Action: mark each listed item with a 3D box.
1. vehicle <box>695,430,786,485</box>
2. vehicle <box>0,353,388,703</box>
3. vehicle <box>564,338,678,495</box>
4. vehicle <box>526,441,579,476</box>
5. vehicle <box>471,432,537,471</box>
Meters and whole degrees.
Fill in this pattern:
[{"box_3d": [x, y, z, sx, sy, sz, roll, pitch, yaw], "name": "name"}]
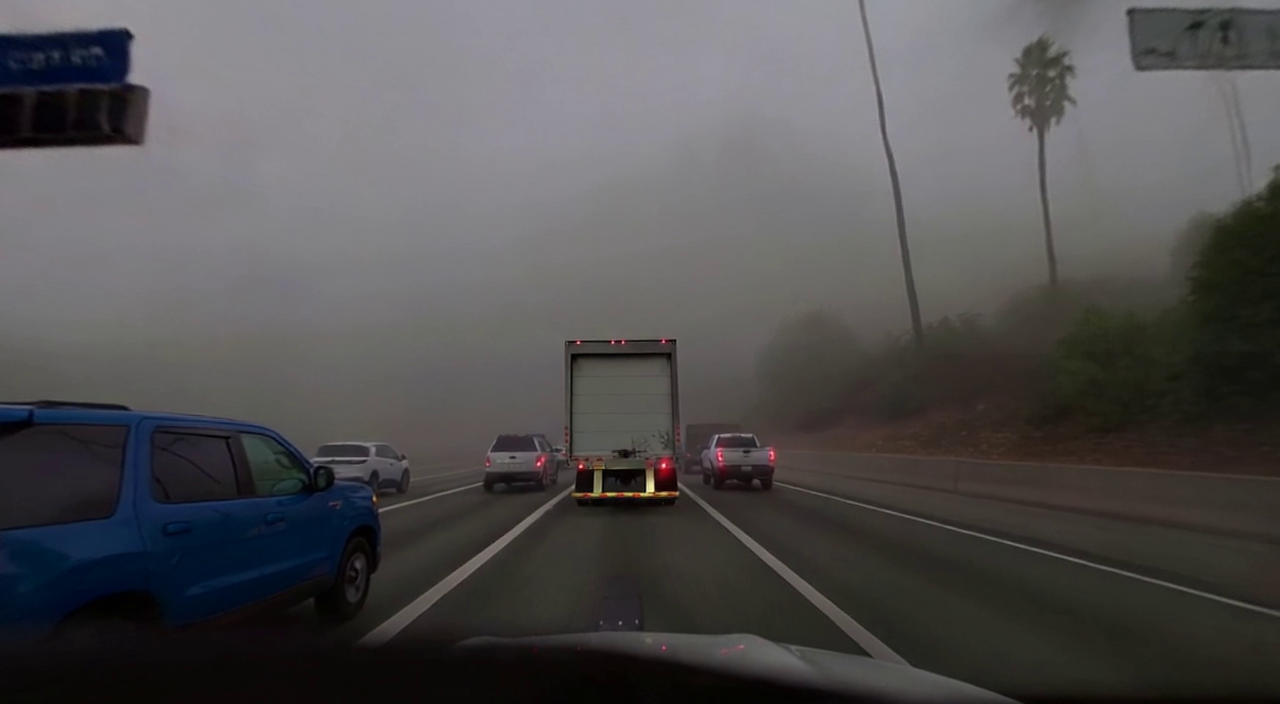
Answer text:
[{"box_3d": [2.876, 3.152, 19.102, 1.859, 1.416, 4.695, 0, -9, -2], "name": "vehicle"}, {"box_3d": [-3.240, 1.069, 3.694, 1.885, 1.654, 4.103, 0, -9, -1], "name": "vehicle"}, {"box_3d": [-0.455, 2.460, 21.689, 2.906, 4.040, 10.743, 0, -9, 0], "name": "vehicle"}, {"box_3d": [-3.955, 4.883, 29.265, 1.874, 1.475, 4.328, 0, -9, -1], "name": "vehicle"}, {"box_3d": [-7.360, 5.463, 34.855, 2.344, 1.954, 5.579, 0, -9, 1], "name": "vehicle"}]
